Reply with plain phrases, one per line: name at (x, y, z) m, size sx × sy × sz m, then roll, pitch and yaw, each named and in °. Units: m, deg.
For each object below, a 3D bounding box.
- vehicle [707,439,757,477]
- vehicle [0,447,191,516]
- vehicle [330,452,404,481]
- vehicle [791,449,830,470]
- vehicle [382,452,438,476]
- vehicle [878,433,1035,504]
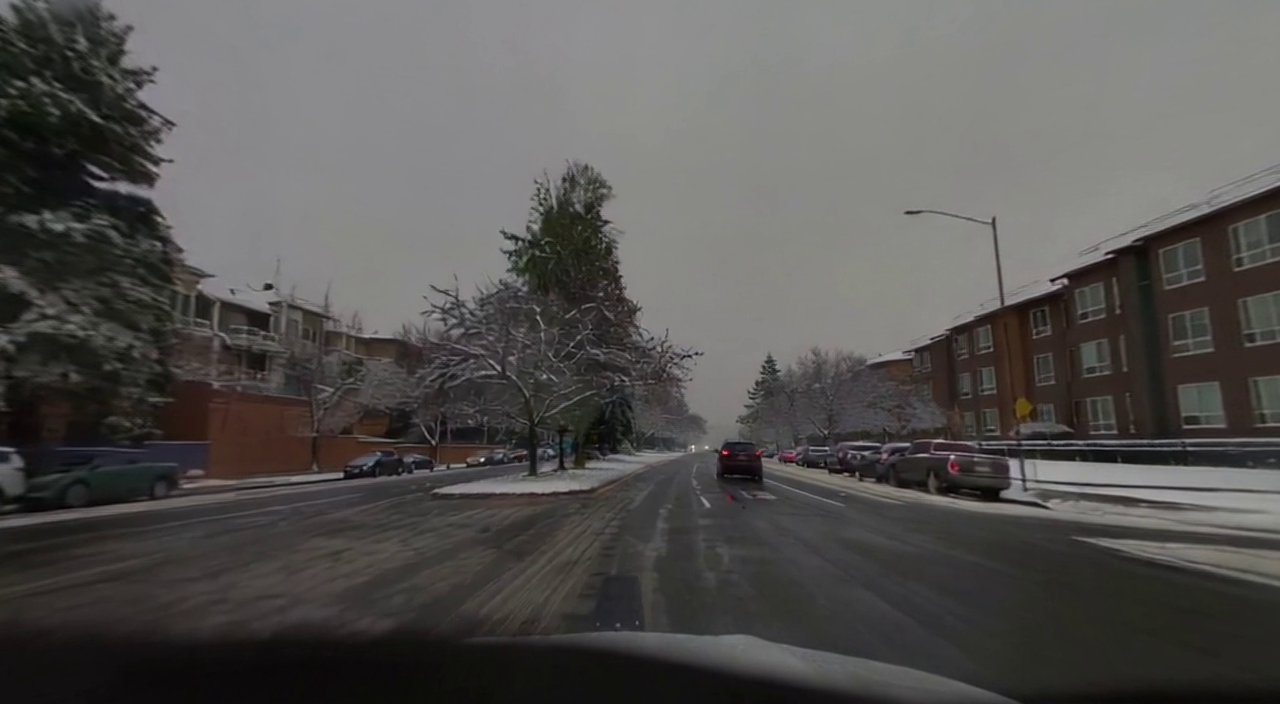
vehicle at (4.547, 5.297, 31.749) m, size 2.085 × 1.763 × 4.490 m, roll -1°, pitch -8°, yaw 4°
vehicle at (-16.657, 3.881, 19.534) m, size 2.014 × 1.734 × 4.651 m, roll -2°, pitch -8°, yaw 2°
vehicle at (-15.727, 6.614, 36.733) m, size 2.002 × 1.510 × 4.755 m, roll -1°, pitch -9°, yaw 3°
vehicle at (12.251, 7.760, 45.755) m, size 1.856 × 1.448 × 4.484 m, roll -1°, pitch -9°, yaw 4°
vehicle at (-15.311, 7.477, 42.308) m, size 1.822 × 1.478 × 4.275 m, roll -1°, pitch -9°, yaw 6°
vehicle at (10.256, 3.804, 21.244) m, size 2.460 × 2.002 × 5.900 m, roll -1°, pitch -8°, yaw 3°
